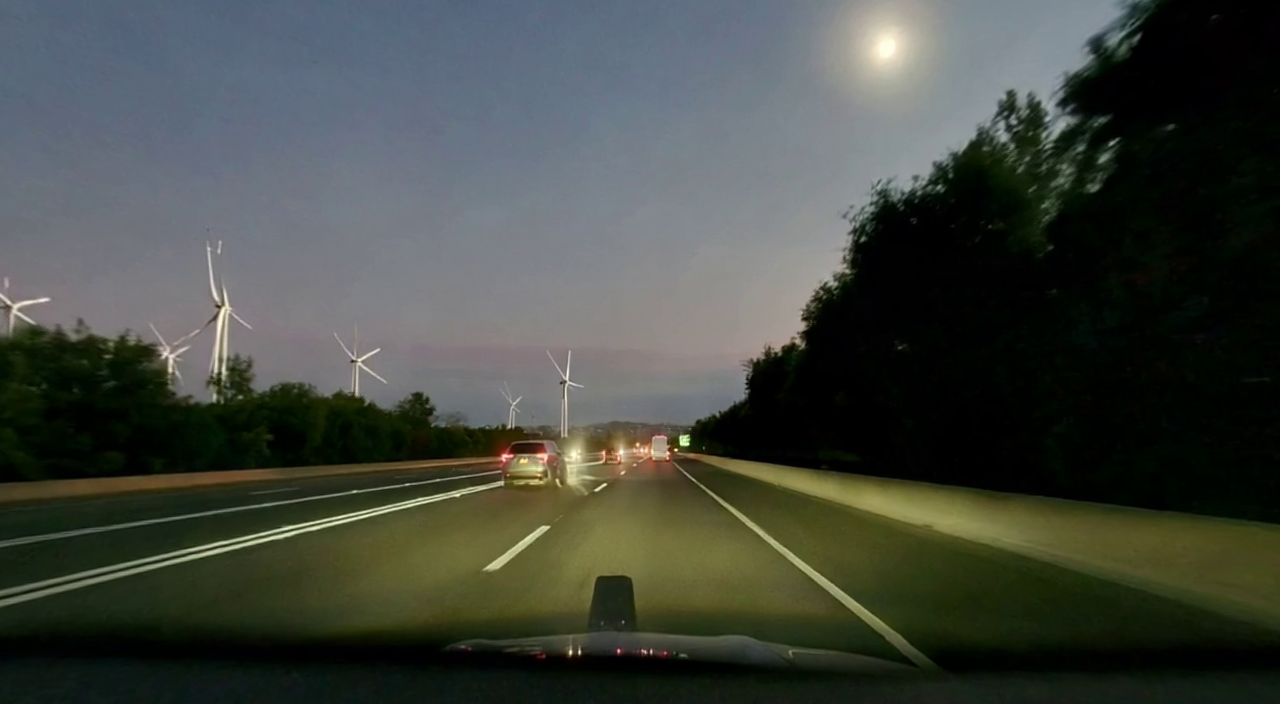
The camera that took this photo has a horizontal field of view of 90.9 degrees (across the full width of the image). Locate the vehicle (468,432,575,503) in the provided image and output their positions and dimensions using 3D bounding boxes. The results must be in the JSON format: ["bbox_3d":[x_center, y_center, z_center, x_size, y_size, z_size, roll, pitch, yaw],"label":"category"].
[{"bbox_3d":[-3.114,3.160,17.531,2.038,1.723,4.150,-1,-9,2],"label":"vehicle"}]
